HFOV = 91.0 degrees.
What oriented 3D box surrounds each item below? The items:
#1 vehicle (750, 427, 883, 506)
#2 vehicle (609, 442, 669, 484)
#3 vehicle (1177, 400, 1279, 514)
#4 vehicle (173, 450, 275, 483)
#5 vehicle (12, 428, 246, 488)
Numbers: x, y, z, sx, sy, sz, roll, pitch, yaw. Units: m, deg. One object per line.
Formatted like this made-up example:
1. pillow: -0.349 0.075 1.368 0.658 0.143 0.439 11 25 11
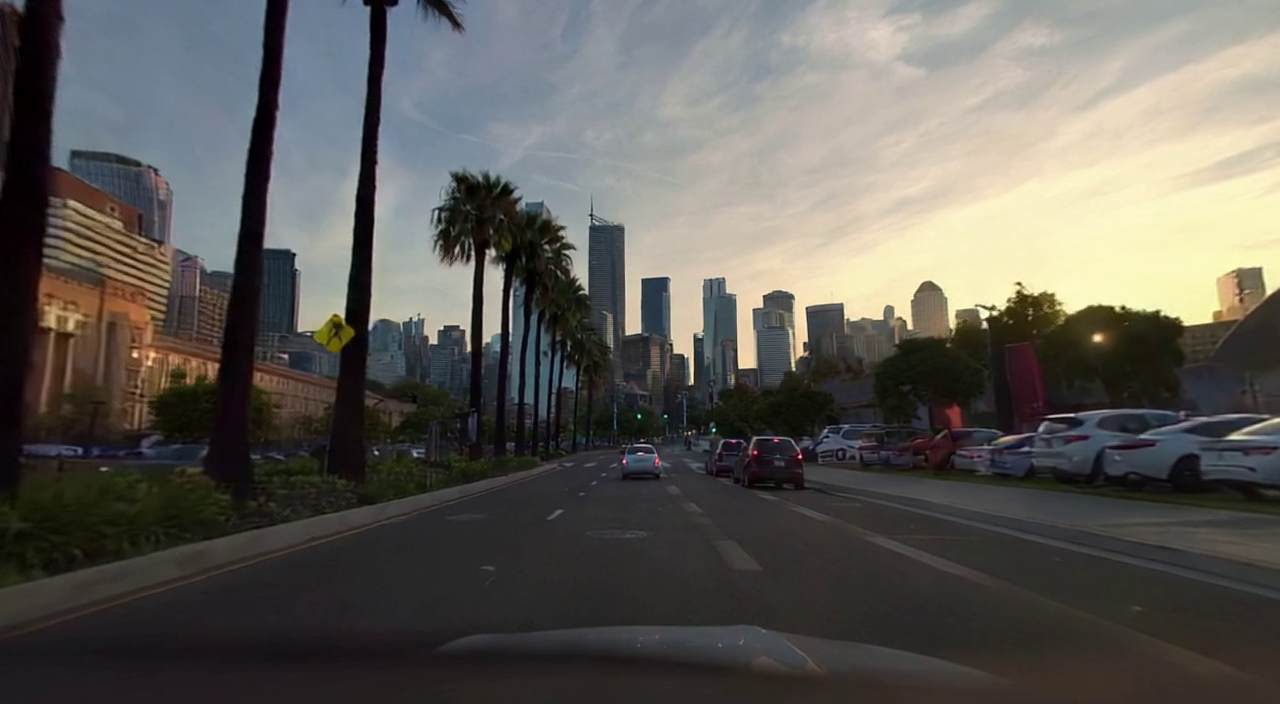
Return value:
1. vehicle: 4.408 2.950 16.669 2.136 1.774 4.778 0 -8 0
2. vehicle: -0.038 4.403 25.258 2.235 1.528 3.876 0 -8 0
3. vehicle: 12.791 1.794 10.841 4.927 1.820 2.396 1 -8 -3
4. vehicle: -23.199 6.375 35.418 2.075 1.645 5.270 0 -8 1
5. vehicle: -30.584 6.453 39.182 3.081 3.048 13.223 0 -8 3
